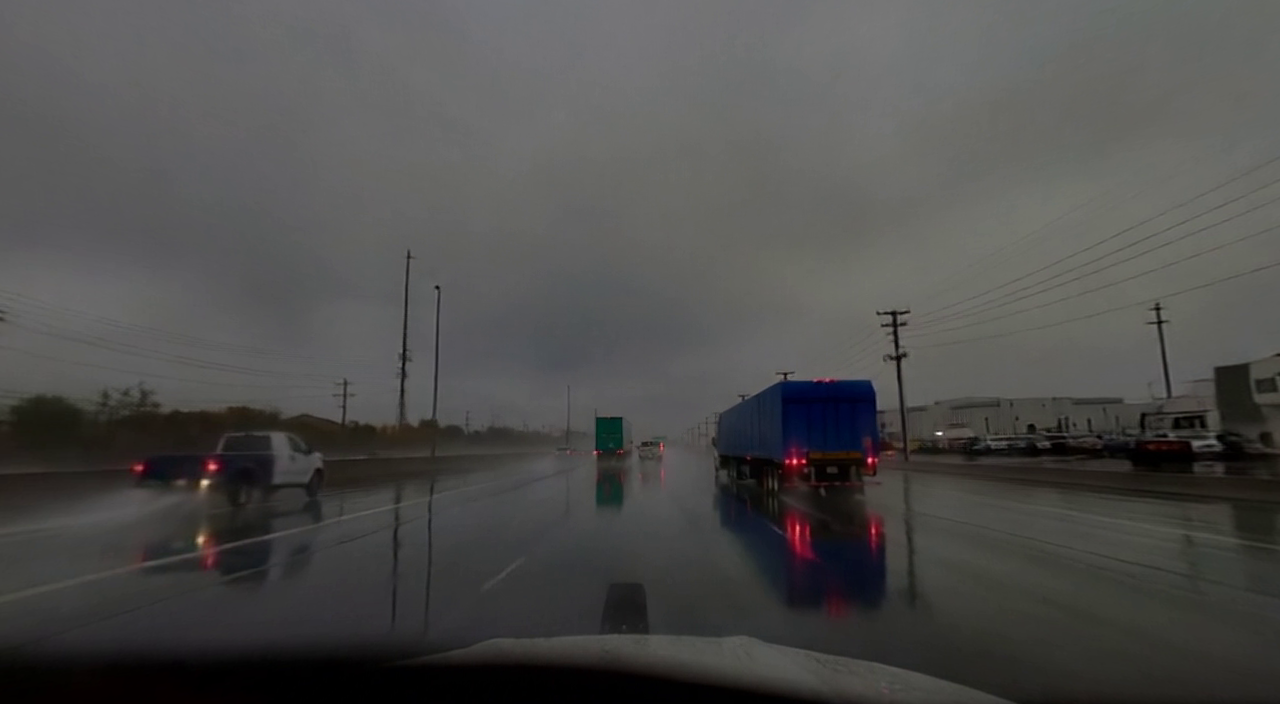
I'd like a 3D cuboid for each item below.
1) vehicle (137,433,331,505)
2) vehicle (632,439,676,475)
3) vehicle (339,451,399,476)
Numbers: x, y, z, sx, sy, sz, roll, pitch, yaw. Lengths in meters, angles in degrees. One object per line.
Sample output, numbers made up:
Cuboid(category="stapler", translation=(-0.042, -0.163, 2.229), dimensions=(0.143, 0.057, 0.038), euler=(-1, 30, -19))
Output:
Cuboid(category="vehicle", translation=(-10.856, 3.141, 17.437), dimensions=(2.097, 1.673, 4.730), euler=(0, -8, 1))
Cuboid(category="vehicle", translation=(0.742, 5.860, 35.452), dimensions=(2.279, 1.837, 4.747), euler=(0, -8, 0))
Cuboid(category="vehicle", translation=(-16.358, 6.721, 38.270), dimensions=(1.938, 1.421, 3.567), euler=(-1, -8, 2))
